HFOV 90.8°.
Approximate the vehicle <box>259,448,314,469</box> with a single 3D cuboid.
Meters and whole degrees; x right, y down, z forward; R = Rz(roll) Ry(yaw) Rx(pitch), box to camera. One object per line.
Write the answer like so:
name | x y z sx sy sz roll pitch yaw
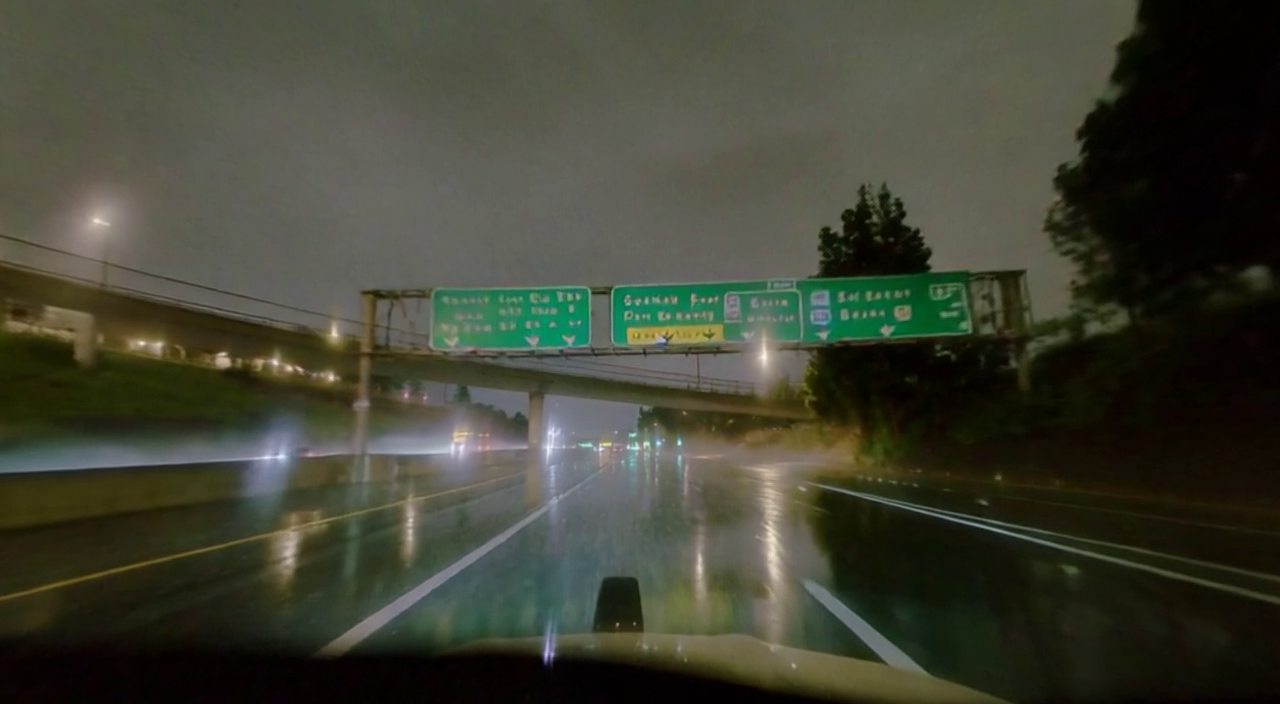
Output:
vehicle | -27.058 8.139 48.503 1.766 1.546 4.362 0 -9 -1
